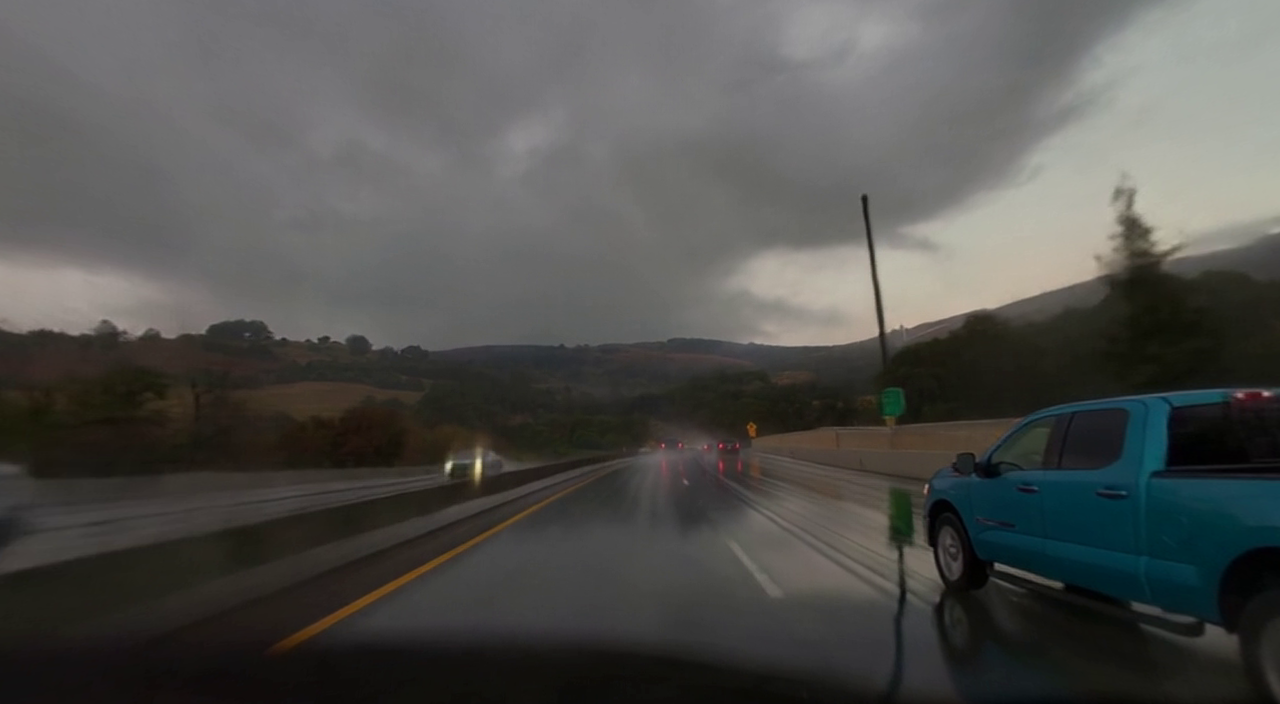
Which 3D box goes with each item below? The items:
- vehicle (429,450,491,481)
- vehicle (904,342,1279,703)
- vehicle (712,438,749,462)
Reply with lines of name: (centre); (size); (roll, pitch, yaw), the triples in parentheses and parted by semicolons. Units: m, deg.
vehicle: (-9.919, 6.288, 35.227); (1.934, 1.602, 4.199); (-1, -9, 4)
vehicle: (3.746, 1.021, 3.884); (2.151, 1.744, 4.709); (0, -9, 0)
vehicle: (6.477, 7.096, 45.704); (2.249, 1.635, 4.118); (-1, -9, 3)
